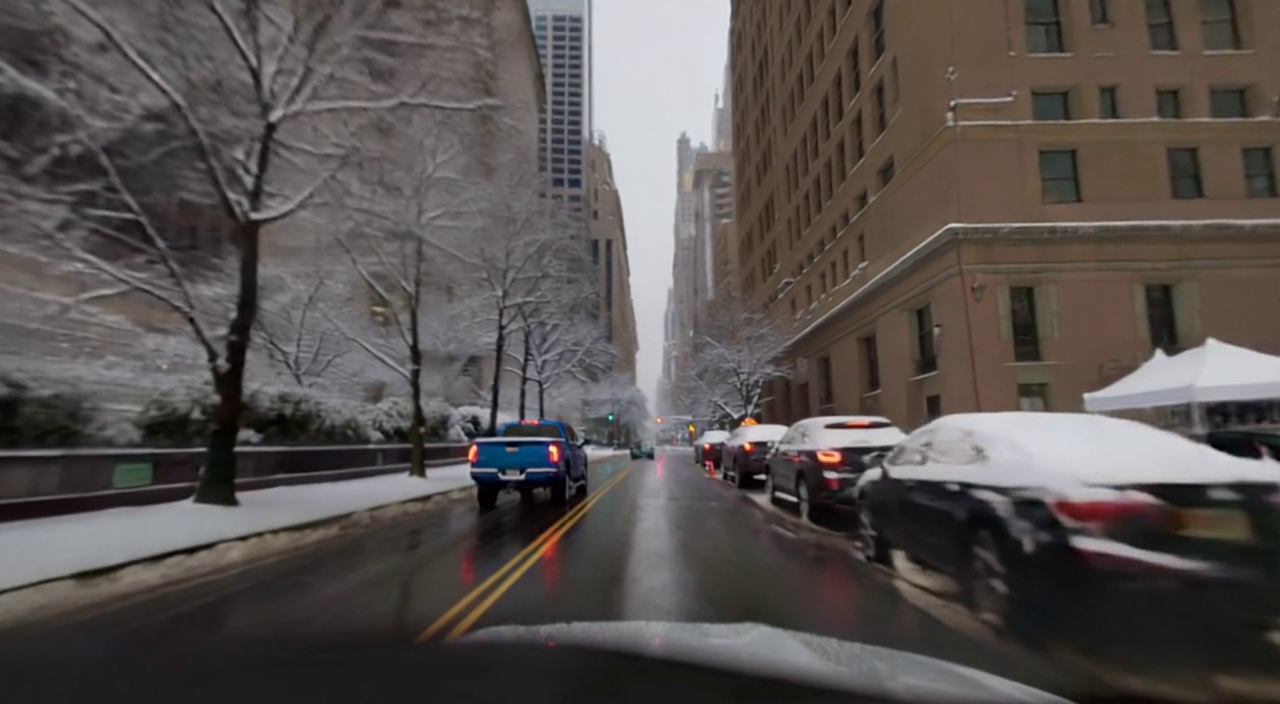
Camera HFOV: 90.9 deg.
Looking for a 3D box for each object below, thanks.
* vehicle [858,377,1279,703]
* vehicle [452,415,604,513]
[{"bbox_3d":[3.336,1.211,5.054,2.023,1.607,4.225,-1,-8,6],"label":"vehicle"},{"bbox_3d":[-2.443,2.676,15.693,2.452,1.954,5.653,-1,-8,3],"label":"vehicle"}]
